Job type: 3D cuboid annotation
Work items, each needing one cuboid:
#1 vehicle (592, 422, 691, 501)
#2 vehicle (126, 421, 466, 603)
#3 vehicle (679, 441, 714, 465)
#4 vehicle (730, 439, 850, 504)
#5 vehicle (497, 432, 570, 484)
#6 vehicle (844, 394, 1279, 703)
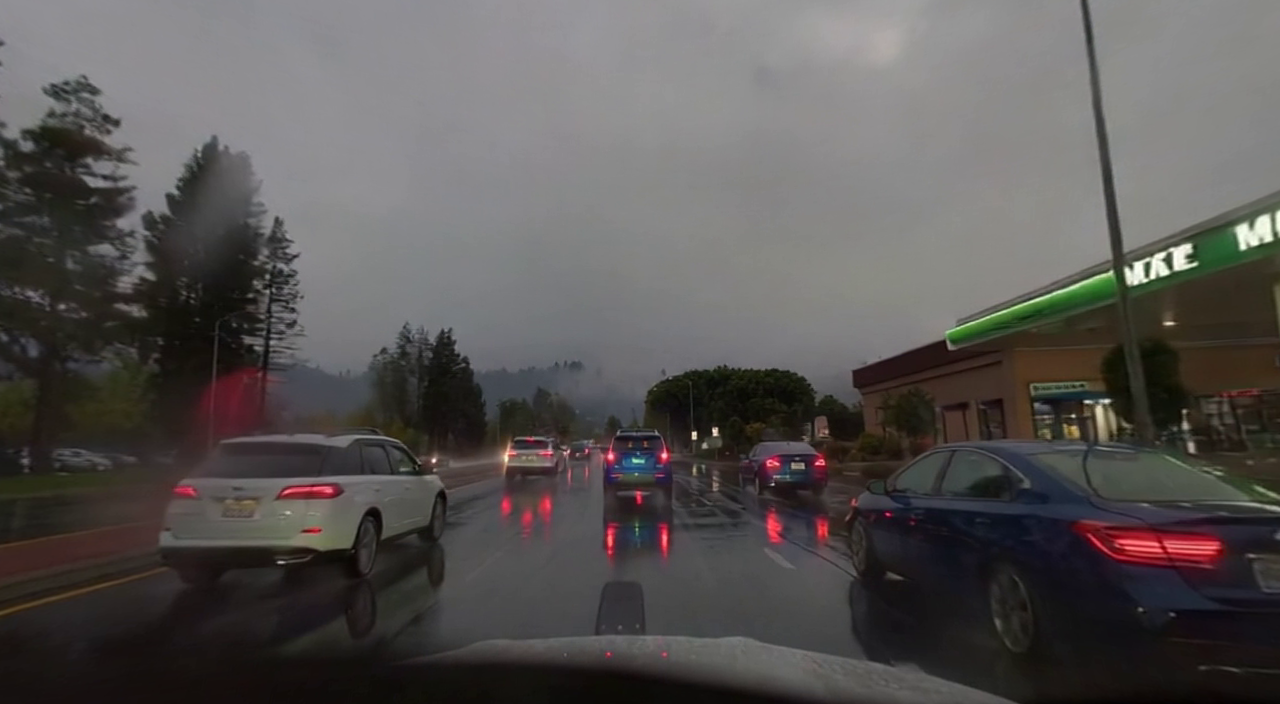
[{"bbox_3d":[0.024,2.844,16.794,2.279,1.803,4.254,0,-8,0],"label":"vehicle"},{"bbox_3d":[-3.602,1.709,7.653,1.864,1.574,4.031,0,-8,-1],"label":"vehicle"},{"bbox_3d":[3.807,6.814,42.852,1.926,1.522,3.852,0,-8,-1],"label":"vehicle"},{"bbox_3d":[3.743,3.045,16.666,1.888,1.456,4.589,0,-8,-2],"label":"vehicle"},{"bbox_3d":[-3.781,3.853,23.241,1.932,1.695,4.150,0,-8,0],"label":"vehicle"},{"bbox_3d":[3.179,1.210,4.347,1.976,1.492,4.436,0,-8,-1],"label":"vehicle"}]
